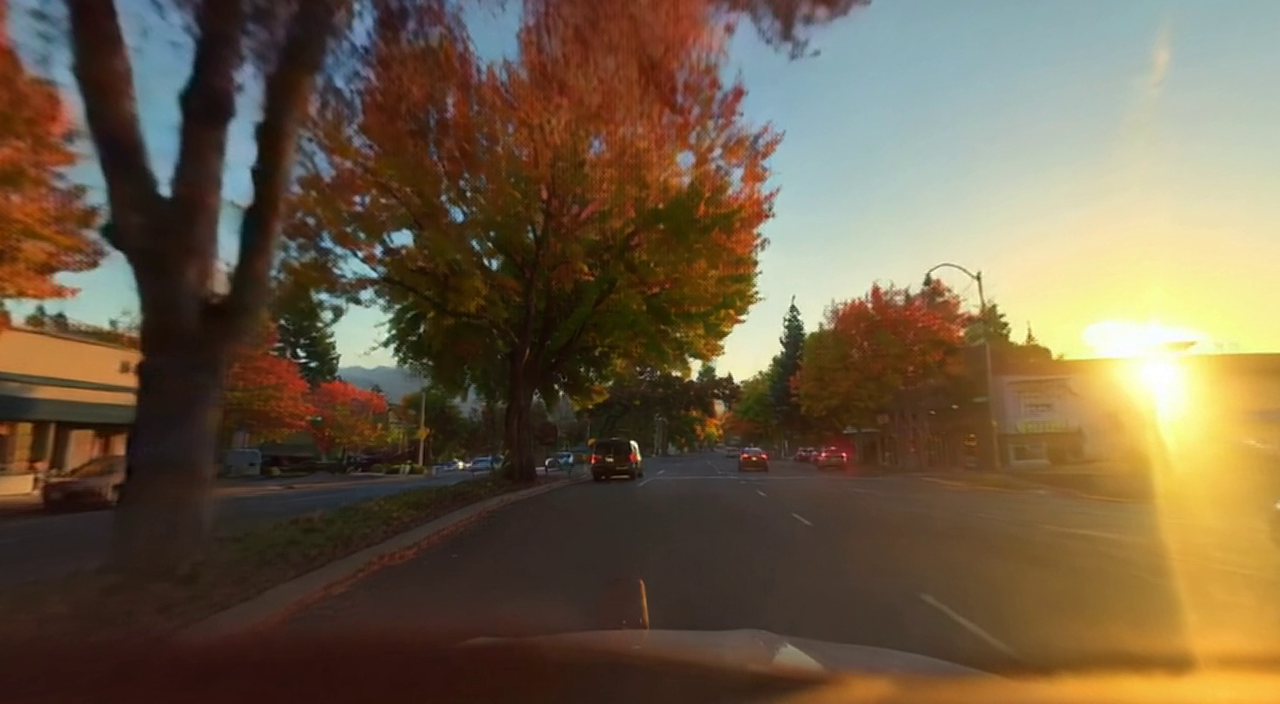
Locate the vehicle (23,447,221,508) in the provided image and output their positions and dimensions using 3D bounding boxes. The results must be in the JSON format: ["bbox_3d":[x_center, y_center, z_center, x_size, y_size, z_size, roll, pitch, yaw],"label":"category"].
[{"bbox_3d":[-17.581,4.230,21.913,1.914,1.785,5.408,-1,-8,6],"label":"vehicle"}]

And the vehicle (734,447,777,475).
[{"bbox_3d":[6.532,6.207,36.082,1.886,1.464,4.290,0,-8,3],"label":"vehicle"}]

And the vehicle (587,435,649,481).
[{"bbox_3d":[-0.854,4.693,28.183,2.344,1.863,4.665,0,-8,3],"label":"vehicle"}]

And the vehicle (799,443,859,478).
[{"bbox_3d":[10.101,5.788,34.089,2.040,1.738,4.414,0,-8,3],"label":"vehicle"}]
